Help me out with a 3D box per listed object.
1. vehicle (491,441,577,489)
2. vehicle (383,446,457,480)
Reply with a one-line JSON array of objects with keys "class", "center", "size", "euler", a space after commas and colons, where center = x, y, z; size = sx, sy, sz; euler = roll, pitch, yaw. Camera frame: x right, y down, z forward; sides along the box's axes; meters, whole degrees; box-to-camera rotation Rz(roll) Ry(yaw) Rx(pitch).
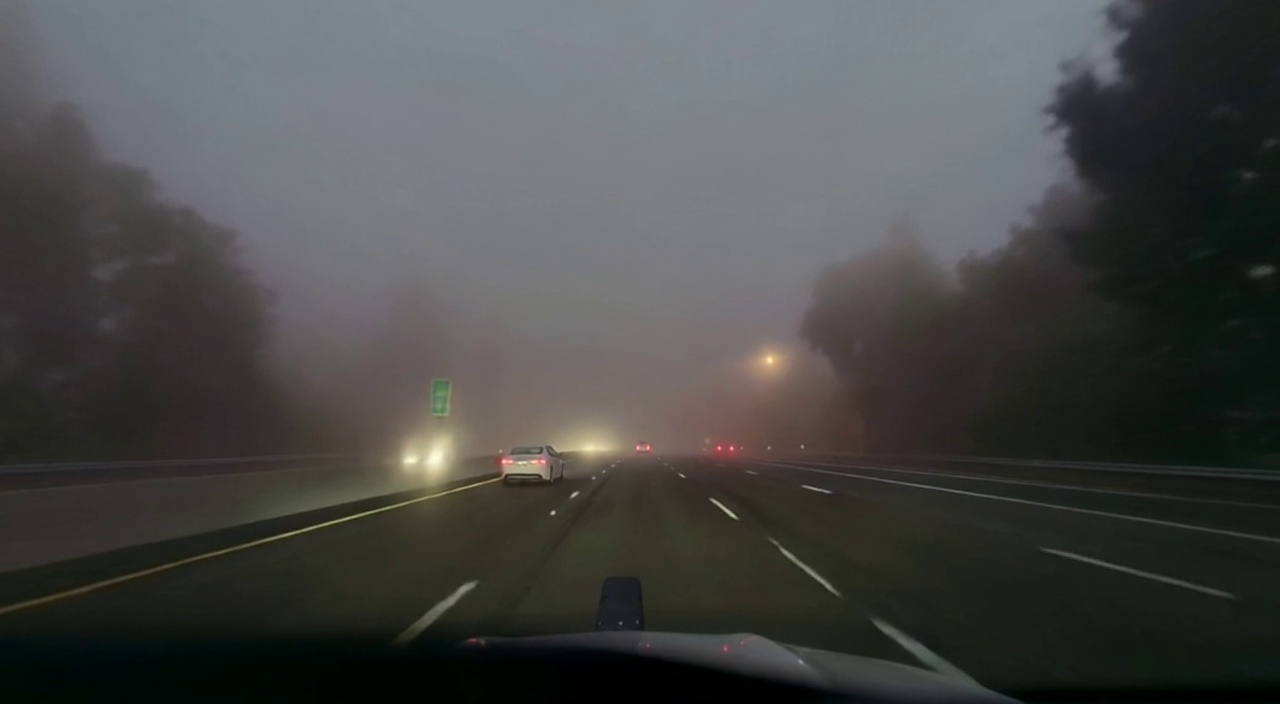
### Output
[{"class": "vehicle", "center": [-3.630, 3.972, 22.510], "size": [2.162, 1.493, 4.583], "euler": [0, -8, 1]}, {"class": "vehicle", "center": [-10.543, 5.317, 30.549], "size": [1.885, 1.527, 4.459], "euler": [0, -9, 1]}]
